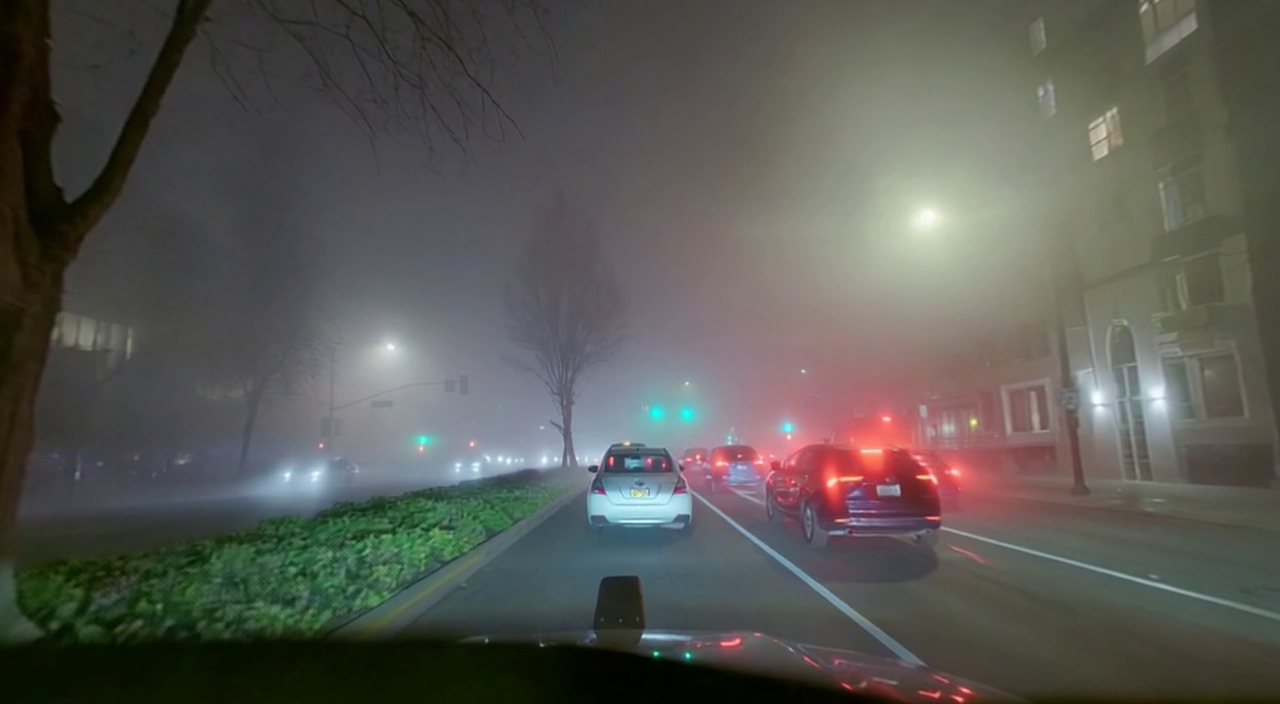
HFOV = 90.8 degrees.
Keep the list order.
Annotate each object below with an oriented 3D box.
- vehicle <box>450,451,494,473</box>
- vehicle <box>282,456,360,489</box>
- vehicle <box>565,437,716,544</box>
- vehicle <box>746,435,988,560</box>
[{"bbox_3d":[-12.551,8.264,47.604,2.020,1.533,4.620,0,-8,0],"label":"vehicle"},{"bbox_3d":[-16.543,6.241,33.034,1.864,1.489,4.346,0,-8,0],"label":"vehicle"},{"bbox_3d":[-0.040,2.254,10.983,2.105,1.474,4.127,0,-8,-1],"label":"vehicle"},{"bbox_3d":[3.129,2.090,9.943,1.995,1.483,4.533,0,-8,-2],"label":"vehicle"}]
